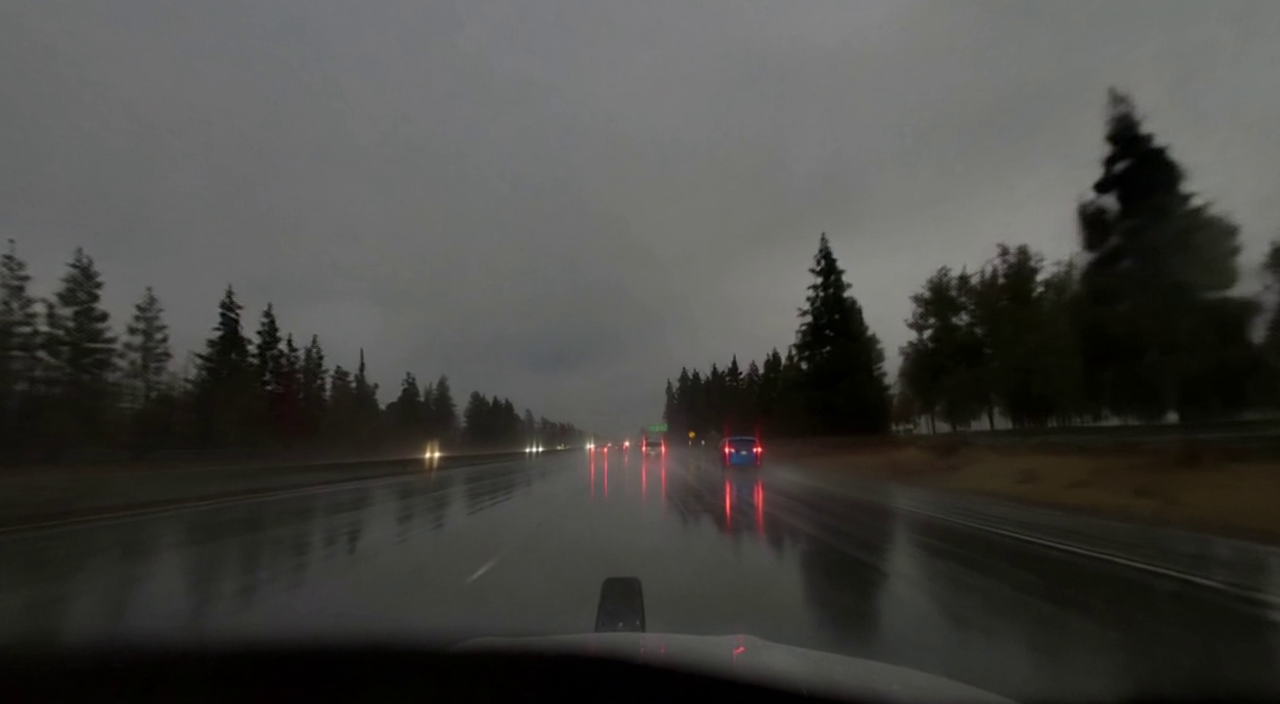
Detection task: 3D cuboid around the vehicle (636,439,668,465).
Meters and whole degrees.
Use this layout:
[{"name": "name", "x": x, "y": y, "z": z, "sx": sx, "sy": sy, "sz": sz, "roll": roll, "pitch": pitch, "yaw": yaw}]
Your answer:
[{"name": "vehicle", "x": 0.825, "y": 7.189, "z": 45.531, "sx": 2.205, "sy": 1.785, "sz": 4.423, "roll": 0, "pitch": -8, "yaw": 0}]

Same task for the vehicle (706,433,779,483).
[{"name": "vehicle", "x": 3.838, "y": 4.063, "z": 24.374, "sx": 2.082, "sy": 1.720, "sz": 4.393, "roll": 0, "pitch": -8, "yaw": 0}]
